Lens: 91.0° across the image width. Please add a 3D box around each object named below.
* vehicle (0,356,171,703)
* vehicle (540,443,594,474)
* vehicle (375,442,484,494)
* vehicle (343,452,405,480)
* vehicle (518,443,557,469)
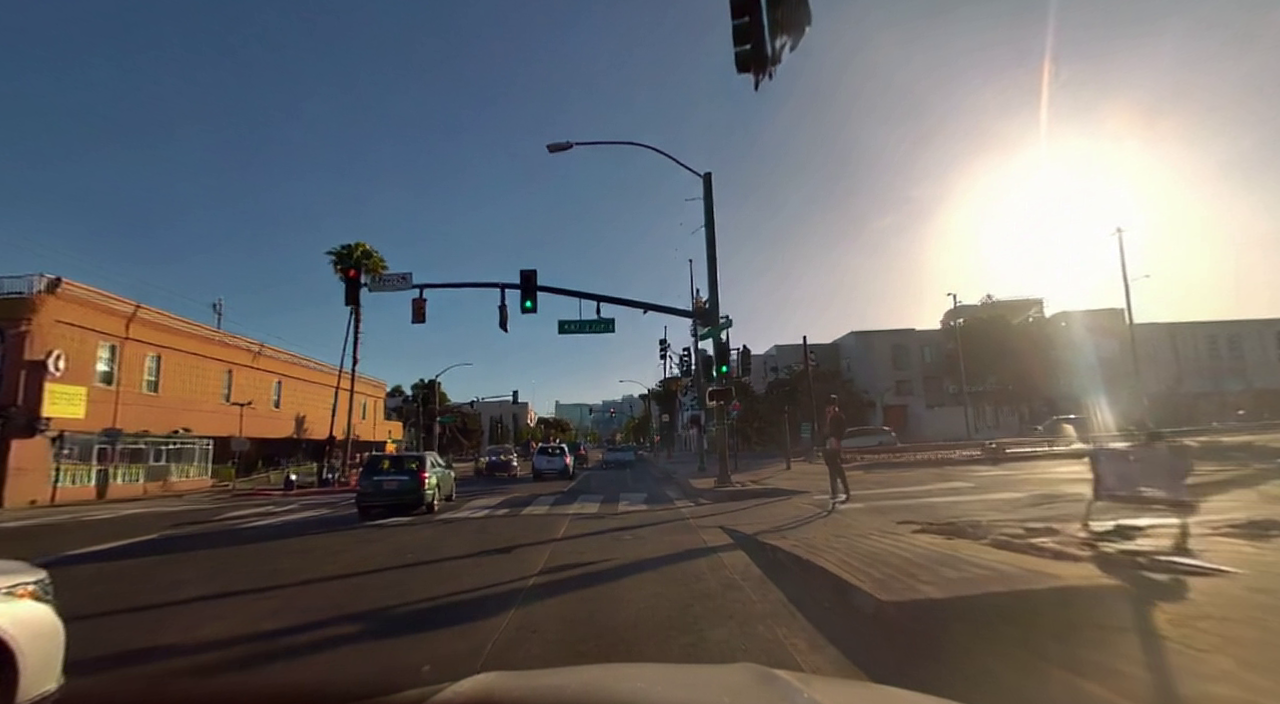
[{"bbox_3d":[-3.413,0.635,0.866,2.042,1.673,4.516,0,-9,0],"label":"vehicle"},{"bbox_3d":[-3.667,5.428,32.311,2.147,1.472,4.406,0,-9,1],"label":"vehicle"},{"bbox_3d":[-6.652,3.703,20.503,1.960,1.479,4.654,0,-9,0],"label":"vehicle"},{"bbox_3d":[-16.390,7.033,39.052,2.000,1.527,4.786,0,-9,-4],"label":"vehicle"},{"bbox_3d":[-6.946,7.095,42.935,2.012,1.664,3.917,0,-9,0],"label":"vehicle"}]
